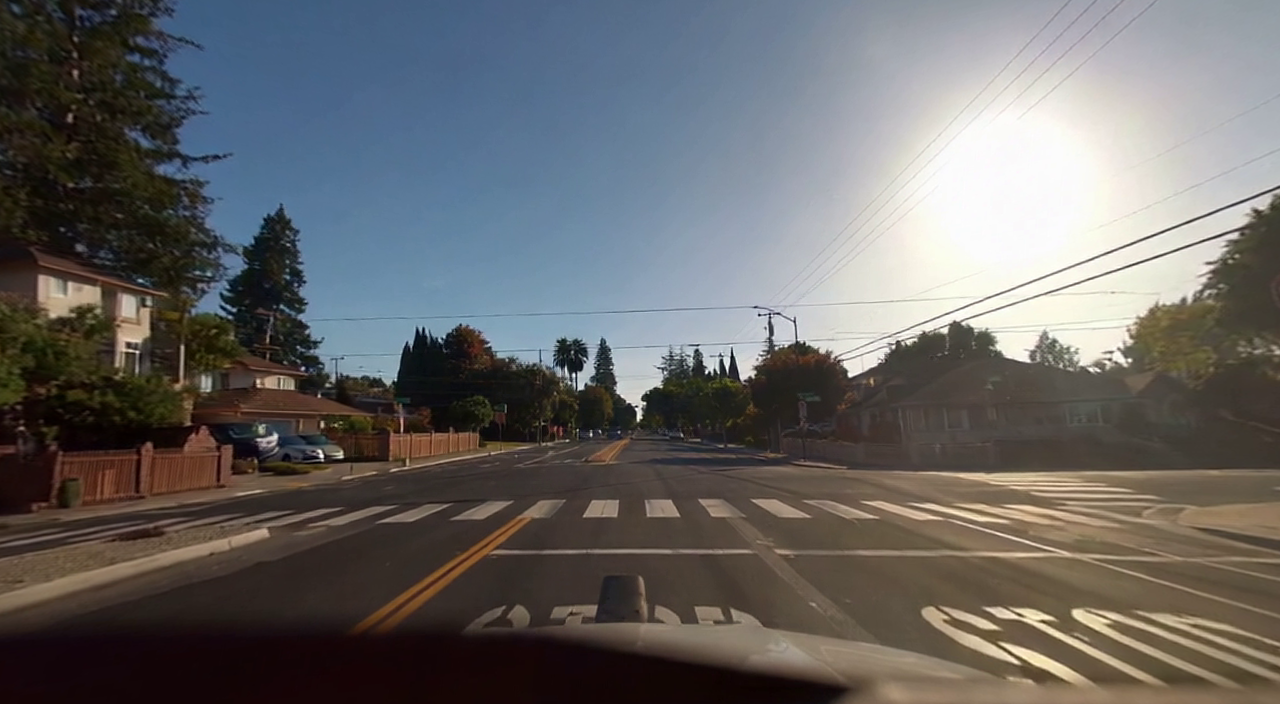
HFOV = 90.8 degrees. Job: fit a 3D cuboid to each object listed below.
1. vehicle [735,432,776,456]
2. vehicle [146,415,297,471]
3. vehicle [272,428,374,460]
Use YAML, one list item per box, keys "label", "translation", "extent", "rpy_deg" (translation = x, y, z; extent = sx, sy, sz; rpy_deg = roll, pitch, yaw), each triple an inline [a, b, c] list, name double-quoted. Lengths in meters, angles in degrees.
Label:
- label: "vehicle"
  translation: [7.956, 6.415, 43.813]
  extent: [2.029, 1.554, 4.705]
  rpy_deg: [0, -9, 1]
- label: "vehicle"
  translation: [-17.959, 3.930, 27.325]
  extent: [4.800, 2.259, 2.303]
  rpy_deg: [0, -9, -1]
- label: "vehicle"
  translation: [-17.994, 5.267, 36.035]
  extent: [4.743, 1.734, 1.994]
  rpy_deg: [0, -9, 0]
